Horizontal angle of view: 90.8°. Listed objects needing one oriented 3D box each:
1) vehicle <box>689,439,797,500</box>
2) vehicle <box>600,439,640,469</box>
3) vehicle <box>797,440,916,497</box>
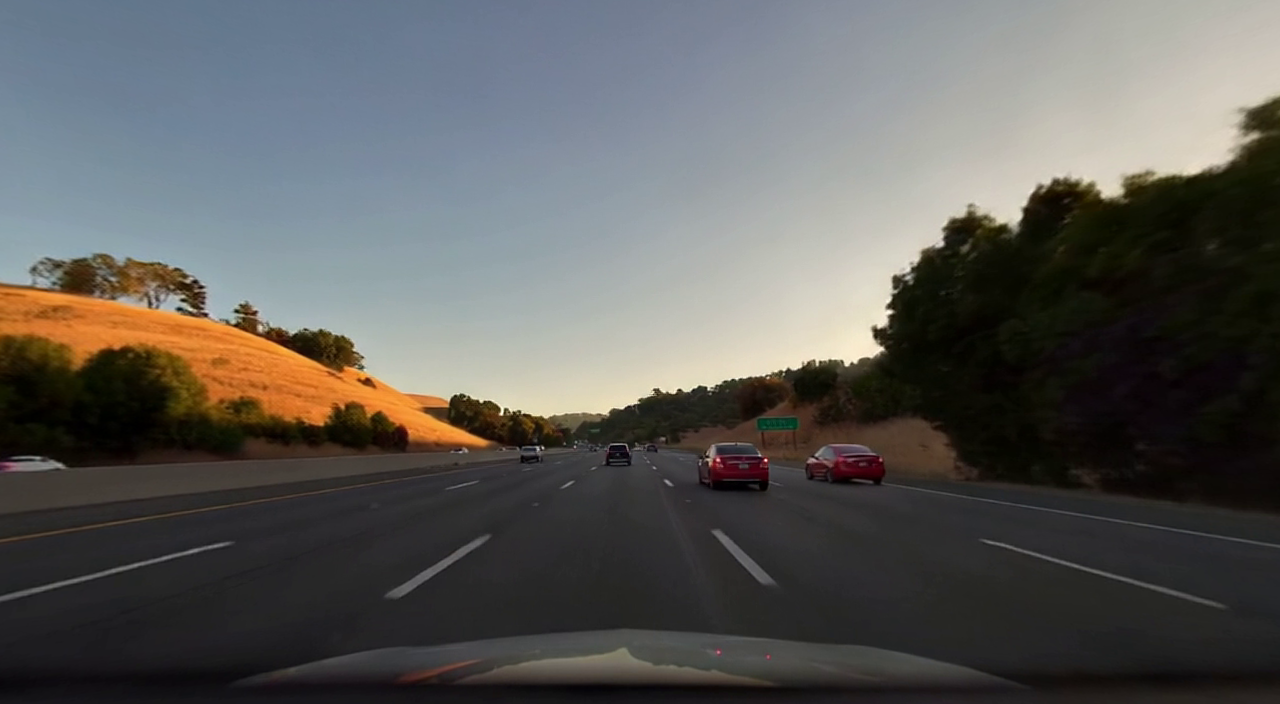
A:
[{"bbox_3d":[2.743,3.274,18.122,2.120,1.492,4.734,0,-8,-2],"label":"vehicle"},{"bbox_3d":[-1.172,6.070,37.702,2.277,1.675,4.023,0,-8,-2],"label":"vehicle"},{"bbox_3d":[6.247,3.390,18.828,1.845,1.452,4.352,0,-8,-2],"label":"vehicle"}]
